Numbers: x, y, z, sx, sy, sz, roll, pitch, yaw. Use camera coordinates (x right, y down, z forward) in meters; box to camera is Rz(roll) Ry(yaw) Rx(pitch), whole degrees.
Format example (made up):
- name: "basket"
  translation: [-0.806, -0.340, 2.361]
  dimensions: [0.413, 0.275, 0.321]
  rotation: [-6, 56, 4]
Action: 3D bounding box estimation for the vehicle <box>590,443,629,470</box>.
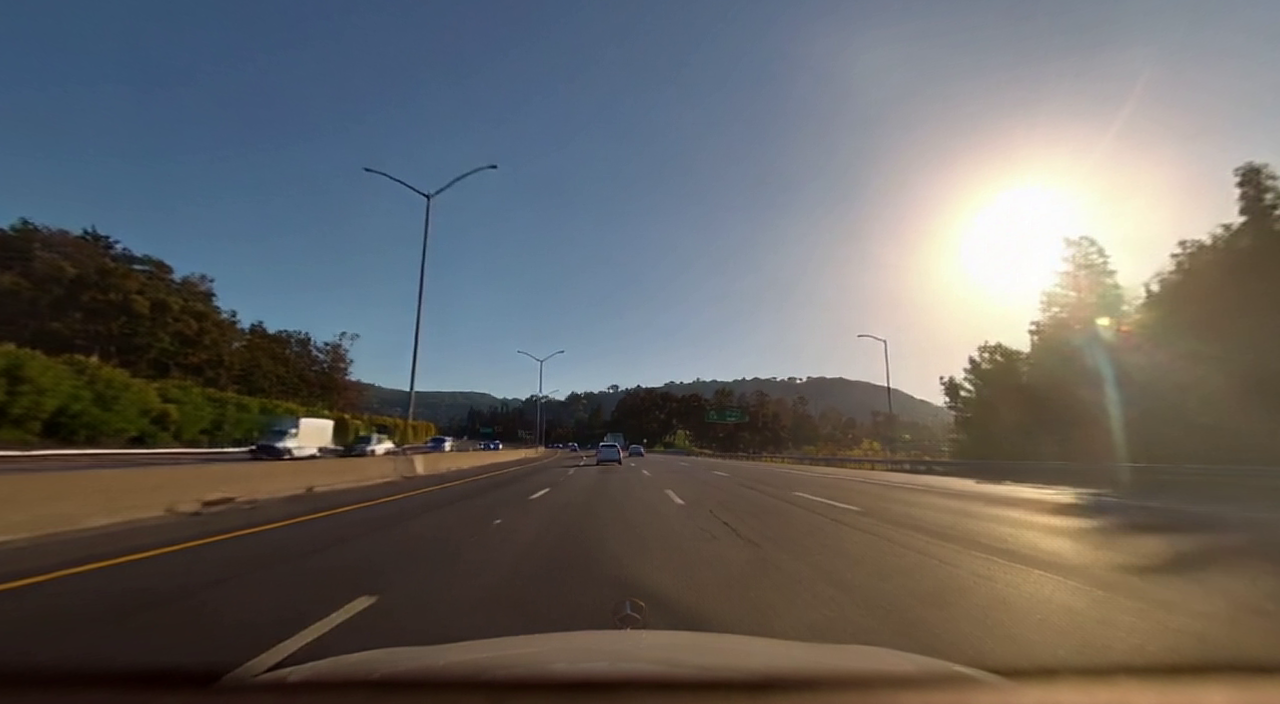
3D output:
- name: "vehicle"
  translation: [-1.779, 6.082, 36.951]
  dimensions: [2.193, 1.497, 4.337]
  rotation: [0, -8, -3]
